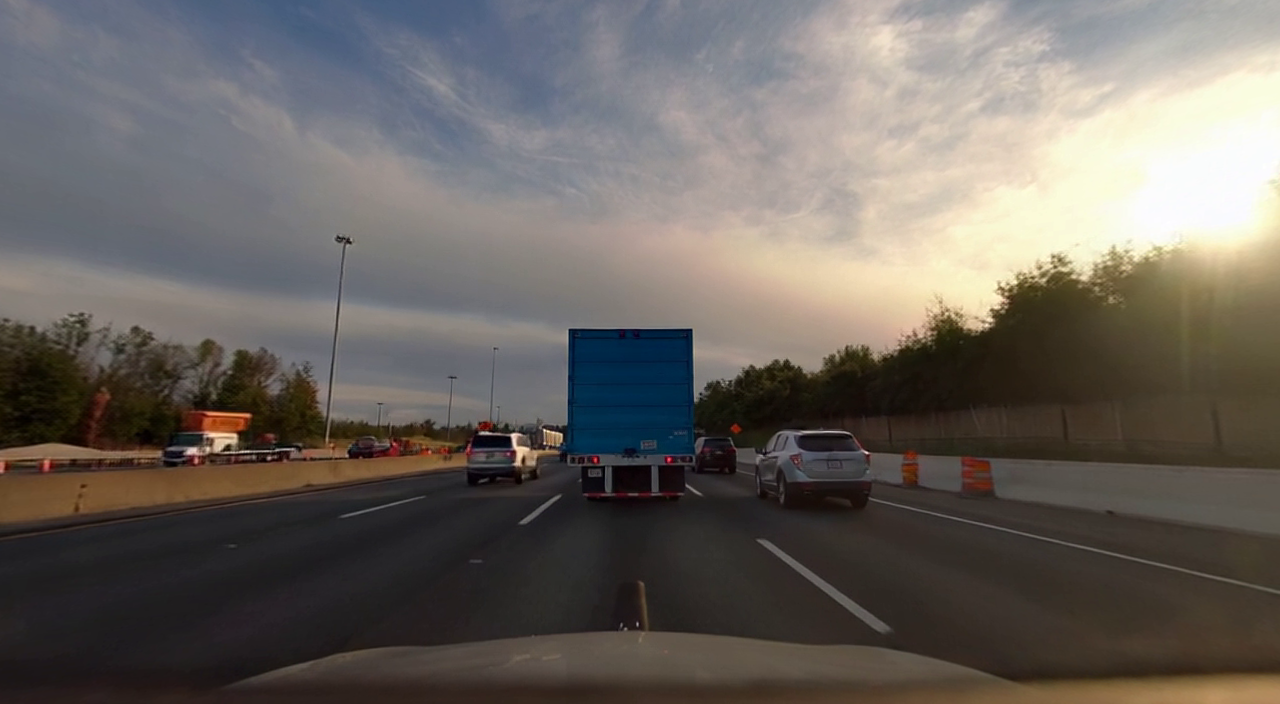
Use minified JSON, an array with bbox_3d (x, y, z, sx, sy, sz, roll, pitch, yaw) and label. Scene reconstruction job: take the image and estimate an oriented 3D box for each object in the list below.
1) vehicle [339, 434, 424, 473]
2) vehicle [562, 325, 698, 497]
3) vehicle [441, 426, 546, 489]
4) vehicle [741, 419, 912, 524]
[{"bbox_3d":[-13.101,5.163,32.305,2.054,1.708,4.663,2,-8,4],"label":"vehicle"},{"bbox_3d":[-0.240,2.078,19.587,3.067,3.940,10.154,0,-9,0],"label":"vehicle"},{"bbox_3d":[-4.413,3.284,19.820,2.095,1.736,4.529,0,-9,2],"label":"vehicle"},{"bbox_3d":[3.439,2.303,12.603,2.103,1.713,4.173,1,-9,0],"label":"vehicle"}]
